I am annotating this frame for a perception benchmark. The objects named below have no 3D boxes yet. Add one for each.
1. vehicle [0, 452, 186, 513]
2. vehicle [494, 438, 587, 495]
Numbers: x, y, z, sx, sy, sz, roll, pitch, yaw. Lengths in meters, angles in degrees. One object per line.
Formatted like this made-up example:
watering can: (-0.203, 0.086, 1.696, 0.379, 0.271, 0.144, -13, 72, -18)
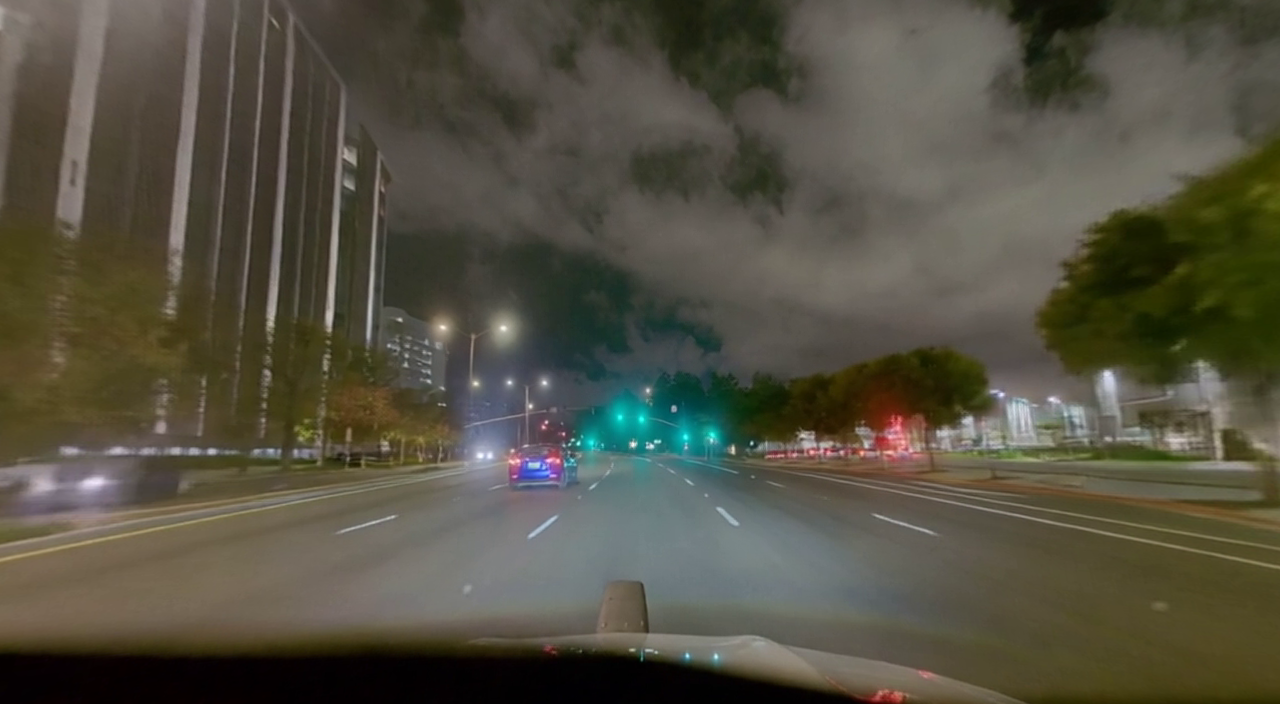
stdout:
vehicle: (-16.370, 3.863, 19.184, 1.890, 1.479, 4.484, -2, -8, -2)
vehicle: (-2.881, 3.438, 19.313, 2.009, 1.489, 4.543, -1, -8, 1)
